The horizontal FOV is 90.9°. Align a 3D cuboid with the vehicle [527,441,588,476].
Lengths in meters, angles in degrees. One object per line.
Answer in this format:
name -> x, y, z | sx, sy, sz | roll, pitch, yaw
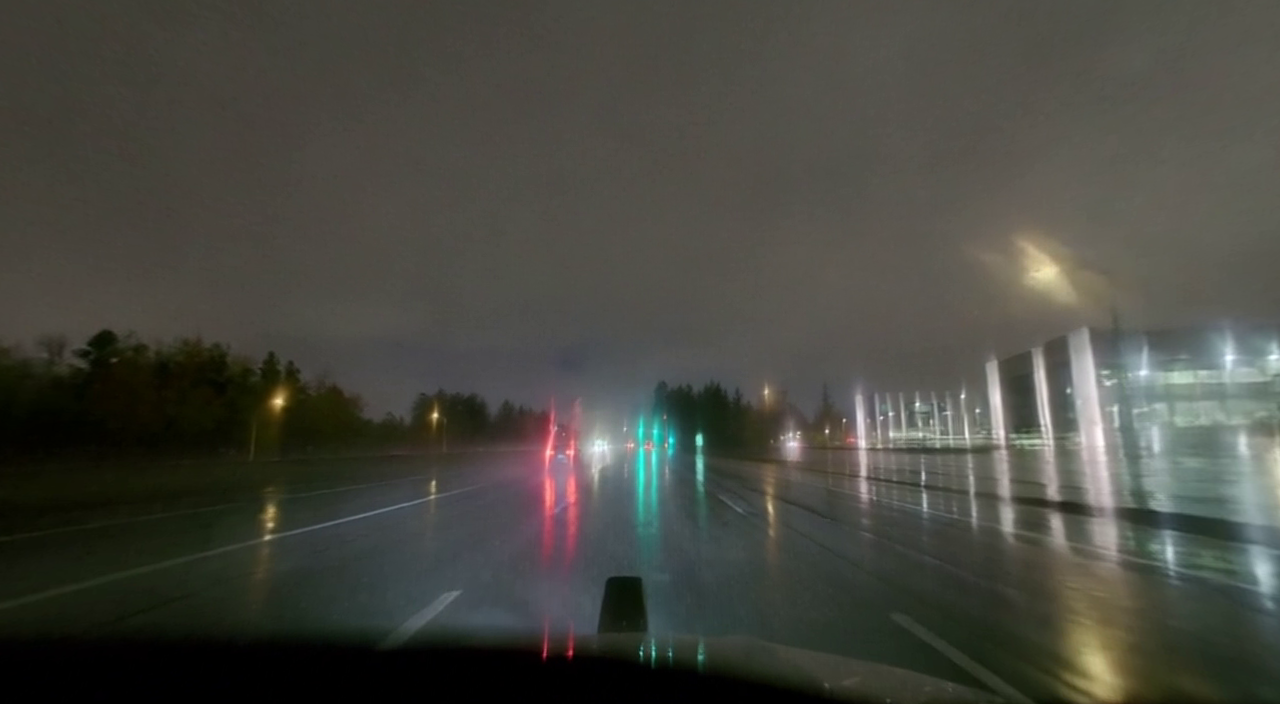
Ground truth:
vehicle -> -3.673, 4.814, 28.824 | 2.128, 1.450, 4.078 | 0, -8, 1
